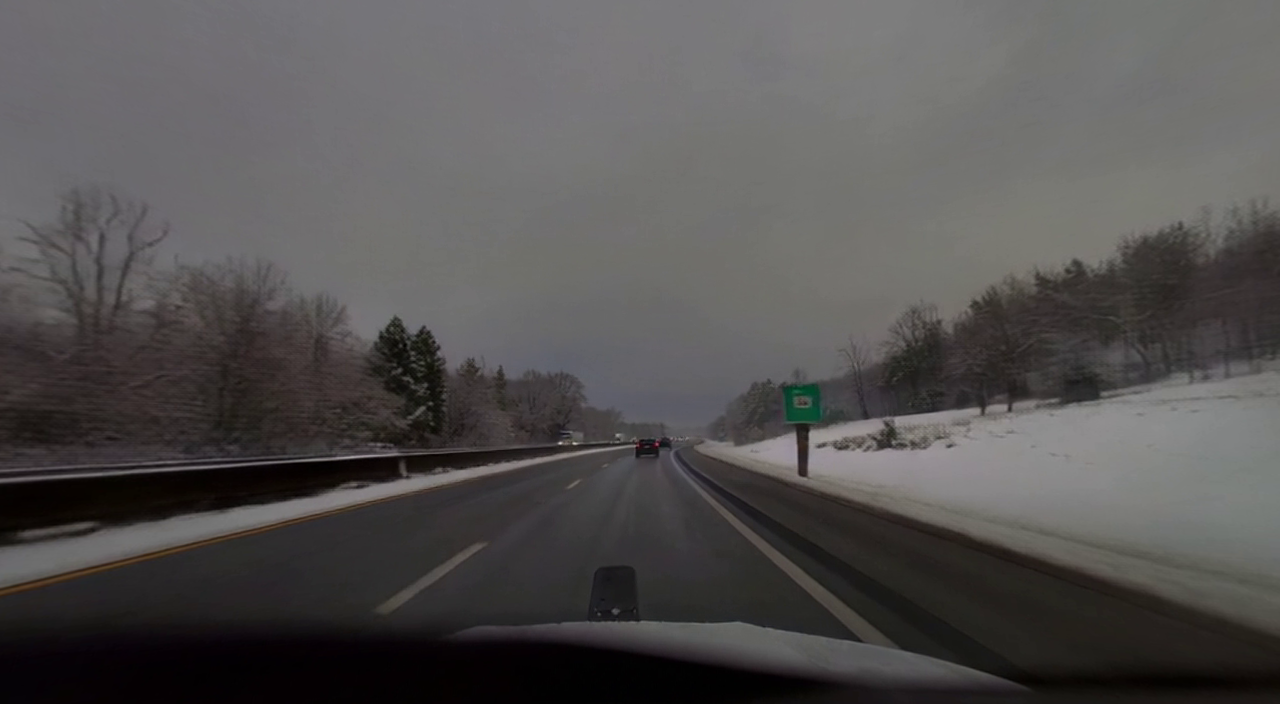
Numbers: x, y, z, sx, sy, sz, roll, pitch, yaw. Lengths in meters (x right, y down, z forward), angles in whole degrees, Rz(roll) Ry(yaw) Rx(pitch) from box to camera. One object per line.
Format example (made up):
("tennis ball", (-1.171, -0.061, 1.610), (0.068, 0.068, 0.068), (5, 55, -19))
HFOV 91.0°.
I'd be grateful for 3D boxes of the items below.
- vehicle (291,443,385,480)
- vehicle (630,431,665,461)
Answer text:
("vehicle", (-13.632, 4.941, 28.747), (1.937, 1.531, 4.451), (-1, -8, 2))
("vehicle", (0.497, 6.260, 41.899), (2.188, 1.825, 4.282), (-1, -8, 1))
